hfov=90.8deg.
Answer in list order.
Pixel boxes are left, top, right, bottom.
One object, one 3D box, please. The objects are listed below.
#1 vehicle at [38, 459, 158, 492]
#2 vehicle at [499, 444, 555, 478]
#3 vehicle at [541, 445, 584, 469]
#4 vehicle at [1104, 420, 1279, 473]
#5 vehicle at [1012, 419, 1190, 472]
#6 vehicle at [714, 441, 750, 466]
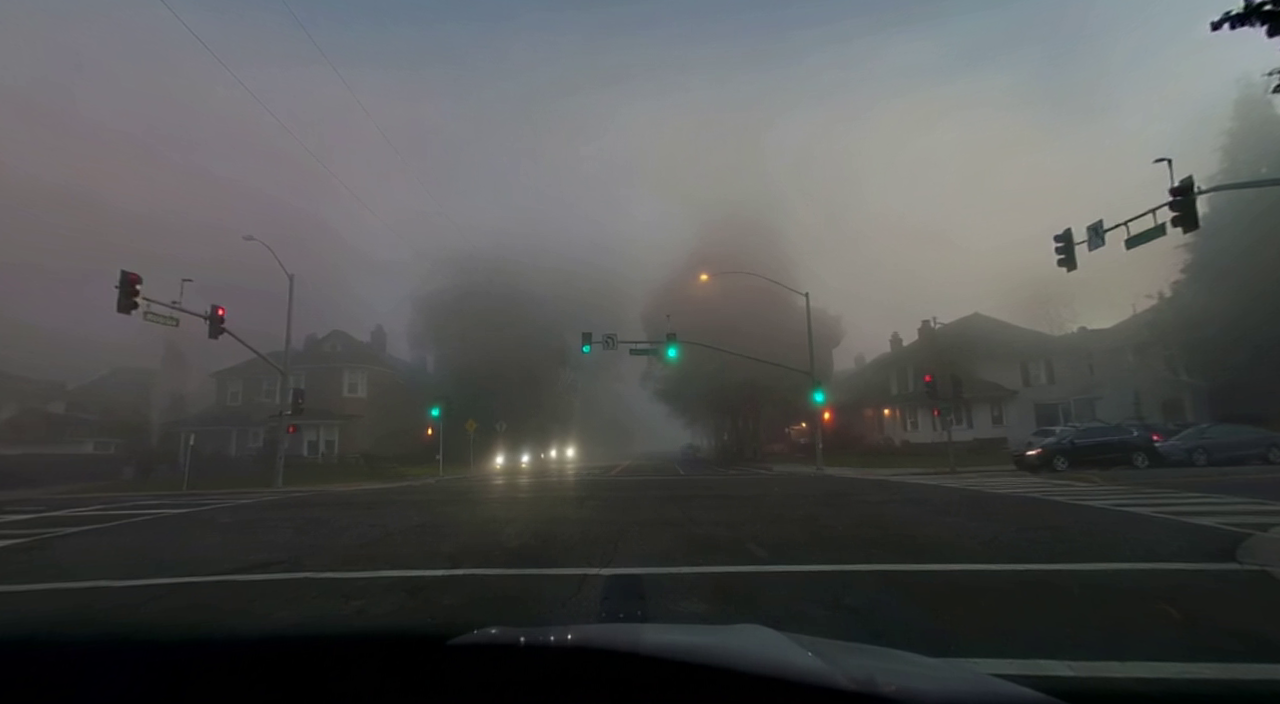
[{"bbox_3d":[-30.095,6.859,35.345,2.106,1.586,5.009,-1,-8,4],"label":"vehicle"},{"bbox_3d":[-5.967,5.795,33.904,1.982,1.686,4.195,-1,-8,4],"label":"vehicle"},{"bbox_3d":[-5.576,7.652,46.261,2.270,1.605,4.958,-1,-8,3],"label":"vehicle"},{"bbox_3d":[16.962,2.841,19.027,4.345,1.517,1.913,0,-8,1],"label":"vehicle"},{"bbox_3d":[15.995,3.272,22.132,4.452,1.711,2.186,0,-8,1],"label":"vehicle"},{"bbox_3d":[6.227,6.958,43.309,1.891,1.611,4.269,0,-8,1],"label":"vehicle"}]
